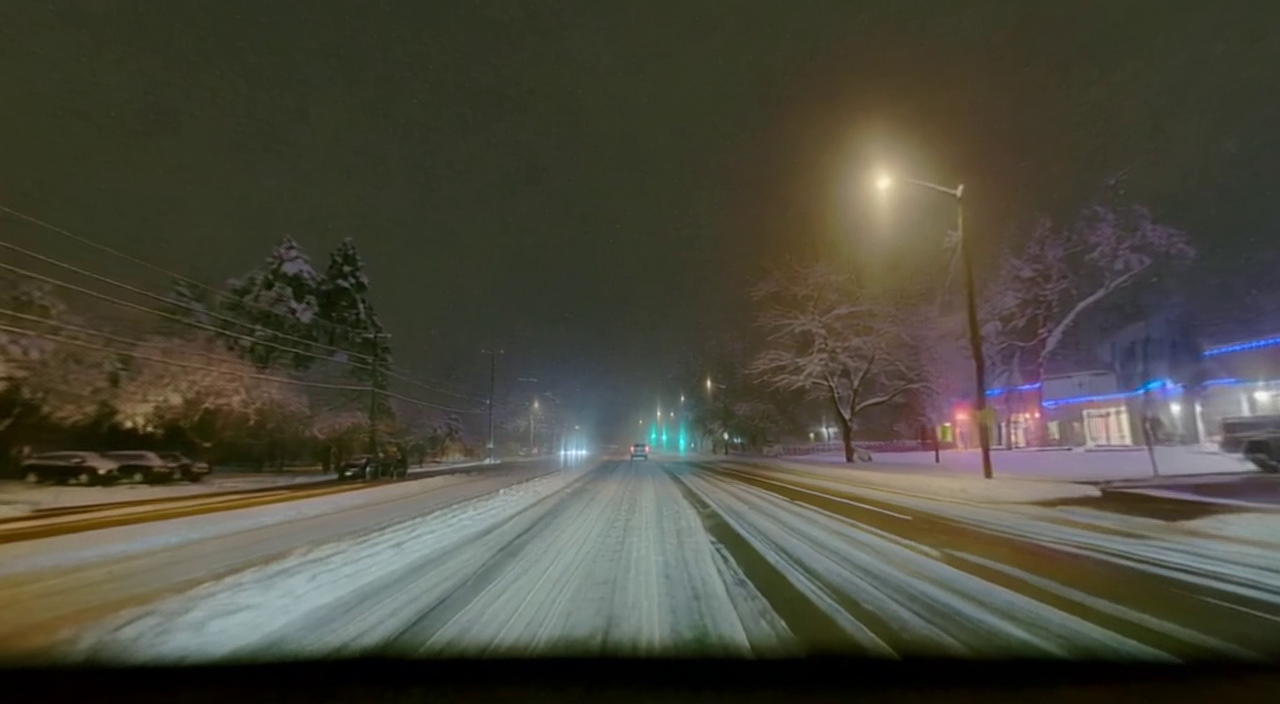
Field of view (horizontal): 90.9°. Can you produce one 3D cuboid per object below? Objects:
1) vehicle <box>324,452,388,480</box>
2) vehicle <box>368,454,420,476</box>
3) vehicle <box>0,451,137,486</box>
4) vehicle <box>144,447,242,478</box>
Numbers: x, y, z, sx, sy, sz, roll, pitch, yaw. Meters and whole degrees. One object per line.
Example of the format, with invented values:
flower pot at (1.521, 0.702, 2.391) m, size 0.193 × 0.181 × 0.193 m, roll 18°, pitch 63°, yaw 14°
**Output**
vehicle at (-18.808, 7.542, 41.956) m, size 1.959 × 1.682 × 4.628 m, roll 0°, pitch -8°, yaw 3°
vehicle at (-18.487, 8.486, 47.613) m, size 1.861 × 1.499 × 4.535 m, roll -1°, pitch -8°, yaw 3°
vehicle at (-27.323, 5.523, 30.150) m, size 4.591 × 1.566 × 2.133 m, roll 0°, pitch -8°, yaw -2°
vehicle at (-26.652, 6.560, 37.692) m, size 4.261 × 1.781 × 1.985 m, roll 1°, pitch -8°, yaw -4°
